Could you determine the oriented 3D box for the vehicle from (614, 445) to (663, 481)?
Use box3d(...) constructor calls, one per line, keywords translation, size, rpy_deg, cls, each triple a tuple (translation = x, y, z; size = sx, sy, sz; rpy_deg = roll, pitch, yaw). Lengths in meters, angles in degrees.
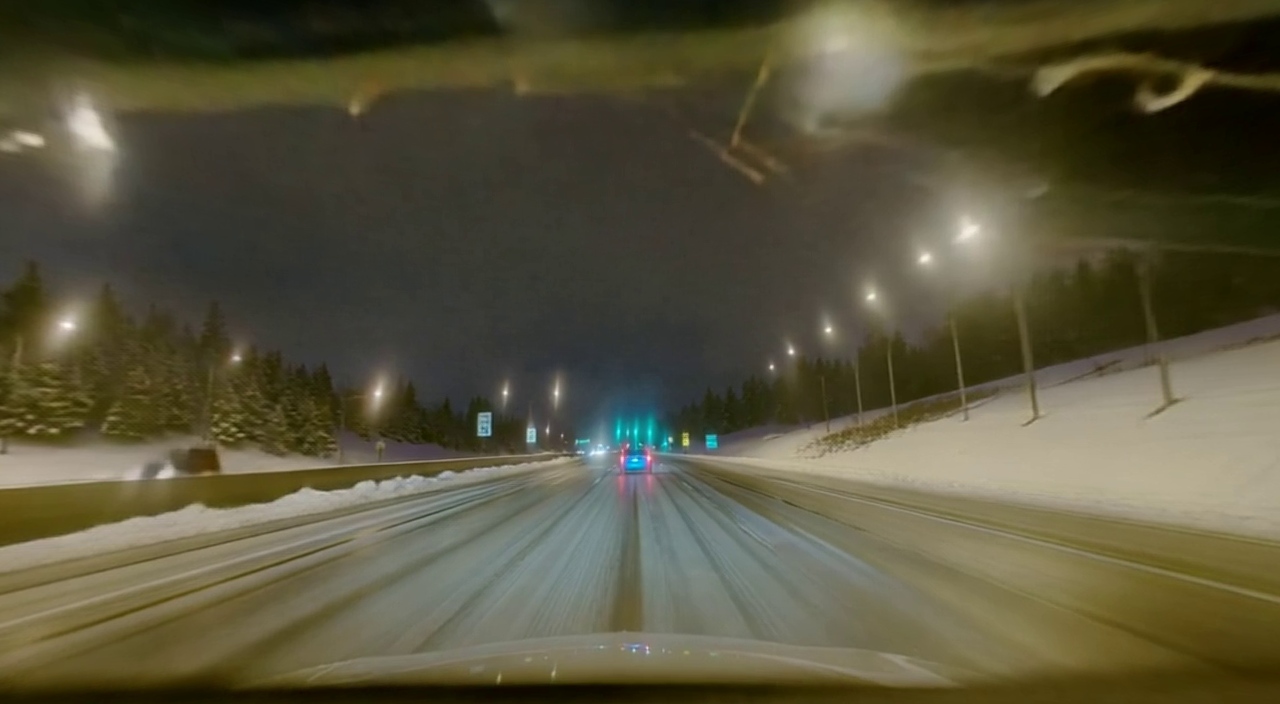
box3d(translation=(-0.126, 5.037, 28.874), size=(2.055, 1.501, 4.321), rpy_deg=(0, -9, -2), cls="vehicle")
